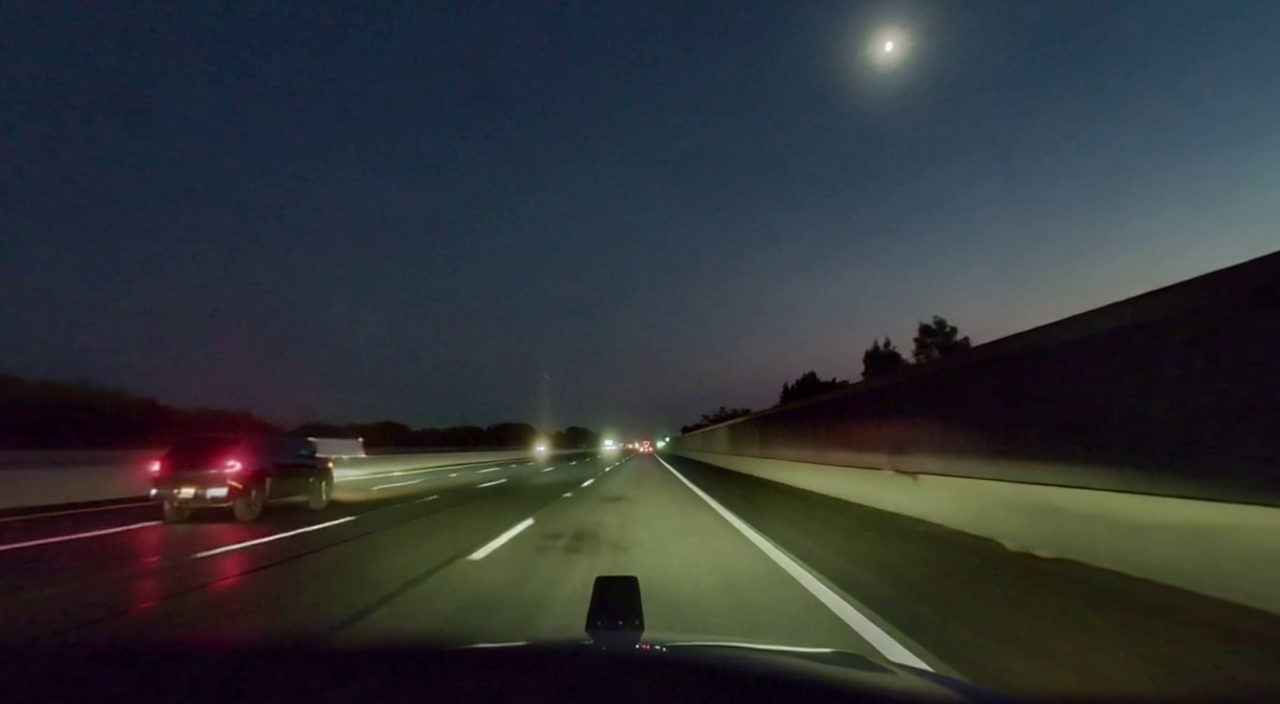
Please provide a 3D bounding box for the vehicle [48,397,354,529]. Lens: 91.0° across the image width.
[{"bbox_3d":[-7.699,2.032,11.935,2.163,1.947,4.959,0,-9,0],"label":"vehicle"}]
